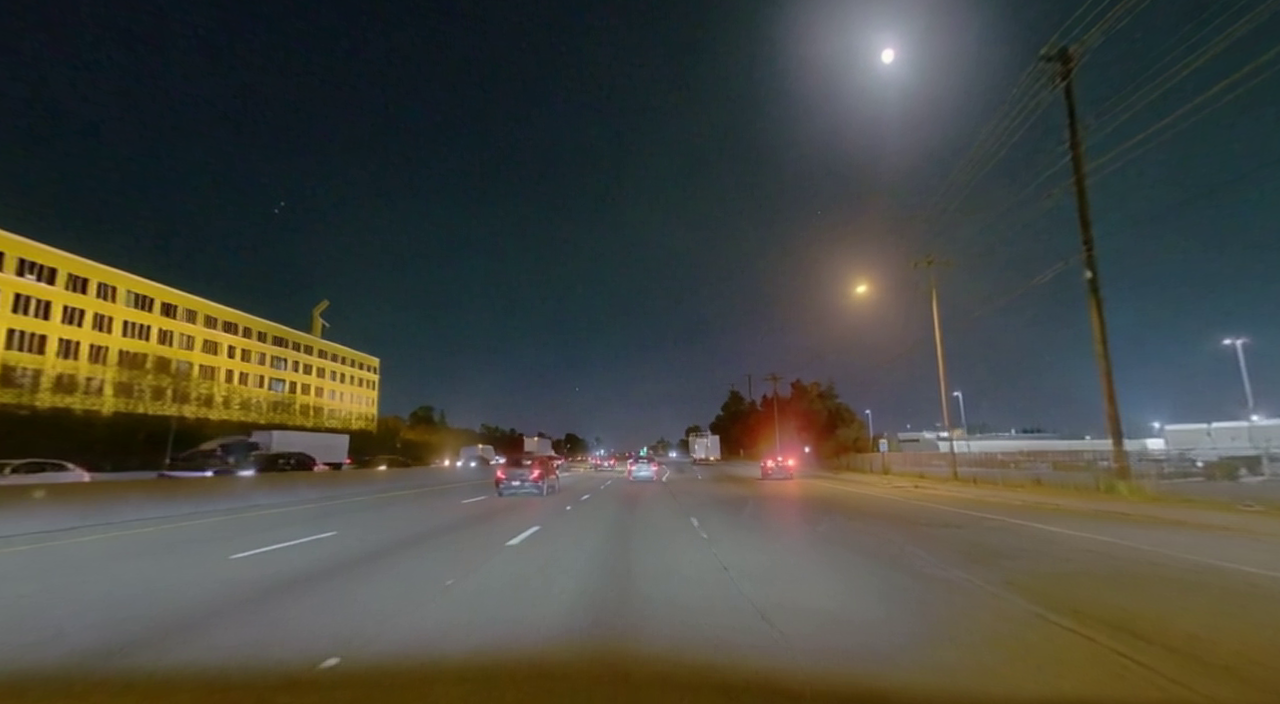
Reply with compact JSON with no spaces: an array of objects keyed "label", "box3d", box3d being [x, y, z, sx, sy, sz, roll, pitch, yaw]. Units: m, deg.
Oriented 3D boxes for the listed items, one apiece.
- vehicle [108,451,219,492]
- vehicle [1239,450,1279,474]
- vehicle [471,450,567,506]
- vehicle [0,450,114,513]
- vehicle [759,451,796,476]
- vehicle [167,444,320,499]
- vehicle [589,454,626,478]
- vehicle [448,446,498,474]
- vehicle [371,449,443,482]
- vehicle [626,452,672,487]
[{"label":"vehicle","box3d":[-24.138,6.016,32.192,1.871,1.886,4.814,0,-8,0]},{"label":"vehicle","box3d":[43.483,7.500,43.001,3.458,1.409,1.632,-3,-8,-2]},{"label":"vehicle","box3d":[-3.697,3.917,20.170,2.059,1.508,4.662,-1,-8,1]},{"label":"vehicle","box3d":[-16.567,3.353,16.502,1.880,1.491,4.310,0,-8,0]},{"label":"vehicle","box3d":[10.709,8.734,49.601,2.106,1.817,4.845,-1,-8,4]},{"label":"vehicle","box3d":[-12.419,3.731,20.189,1.991,1.537,4.464,0,-8,0]},{"label":"vehicle","box3d":[-2.182,7.819,43.317,2.034,1.466,4.363,-1,-8,4]},{"label":"vehicle","box3d":[-12.551,8.155,47.893,2.133,1.970,5.950,-1,-8,0]},{"label":"vehicle","box3d":[-12.441,6.072,34.008,2.037,1.574,4.757,-1,-8,1]},{"label":"vehicle","box3d":[0.450,5.800,31.392,2.107,1.538,3.999,-1,-8,1]}]
